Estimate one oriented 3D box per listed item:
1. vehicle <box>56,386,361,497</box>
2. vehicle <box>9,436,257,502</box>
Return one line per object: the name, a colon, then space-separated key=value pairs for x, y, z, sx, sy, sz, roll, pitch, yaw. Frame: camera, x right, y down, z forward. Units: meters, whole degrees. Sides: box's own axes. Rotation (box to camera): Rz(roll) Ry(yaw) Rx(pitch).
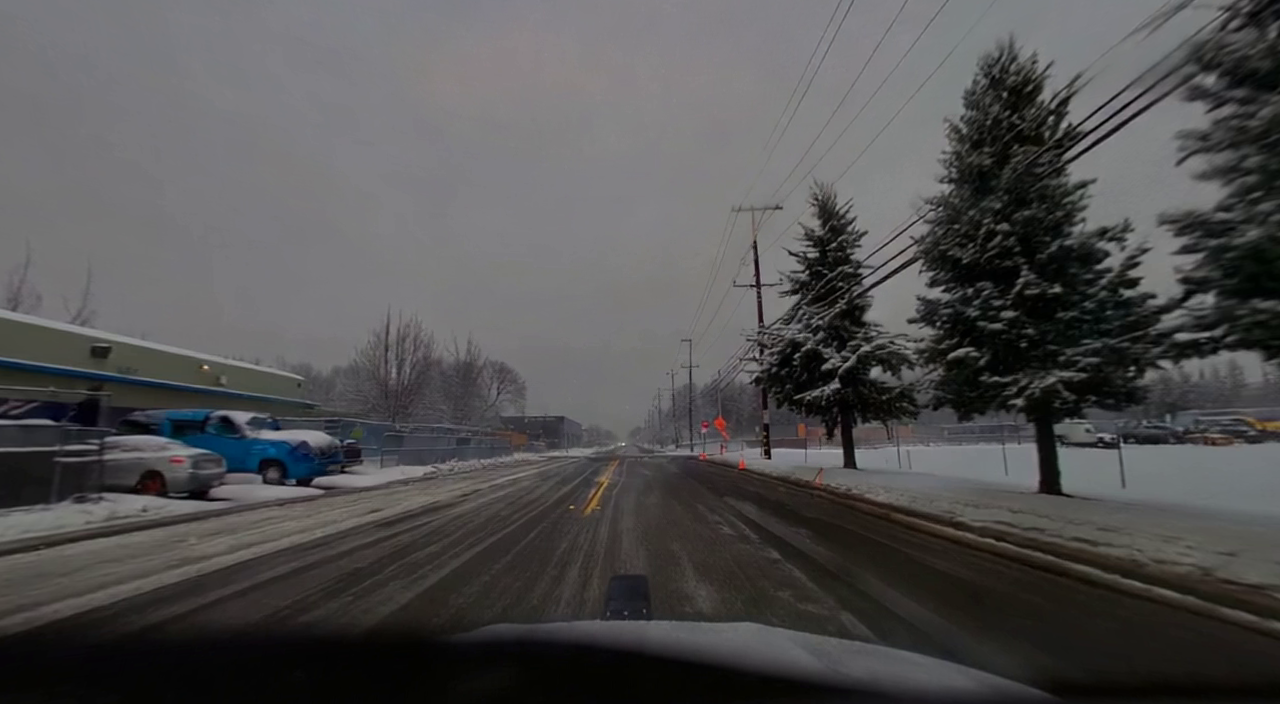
vehicle: x=-12.735 y=2.712 z=19.220 sx=6.887 sy=3.069 sz=3.065 roll=0 pitch=-8 yaw=-1
vehicle: x=-12.697 y=2.948 z=16.041 sx=4.582 sy=1.487 sz=1.947 roll=1 pitch=-9 yaw=0
